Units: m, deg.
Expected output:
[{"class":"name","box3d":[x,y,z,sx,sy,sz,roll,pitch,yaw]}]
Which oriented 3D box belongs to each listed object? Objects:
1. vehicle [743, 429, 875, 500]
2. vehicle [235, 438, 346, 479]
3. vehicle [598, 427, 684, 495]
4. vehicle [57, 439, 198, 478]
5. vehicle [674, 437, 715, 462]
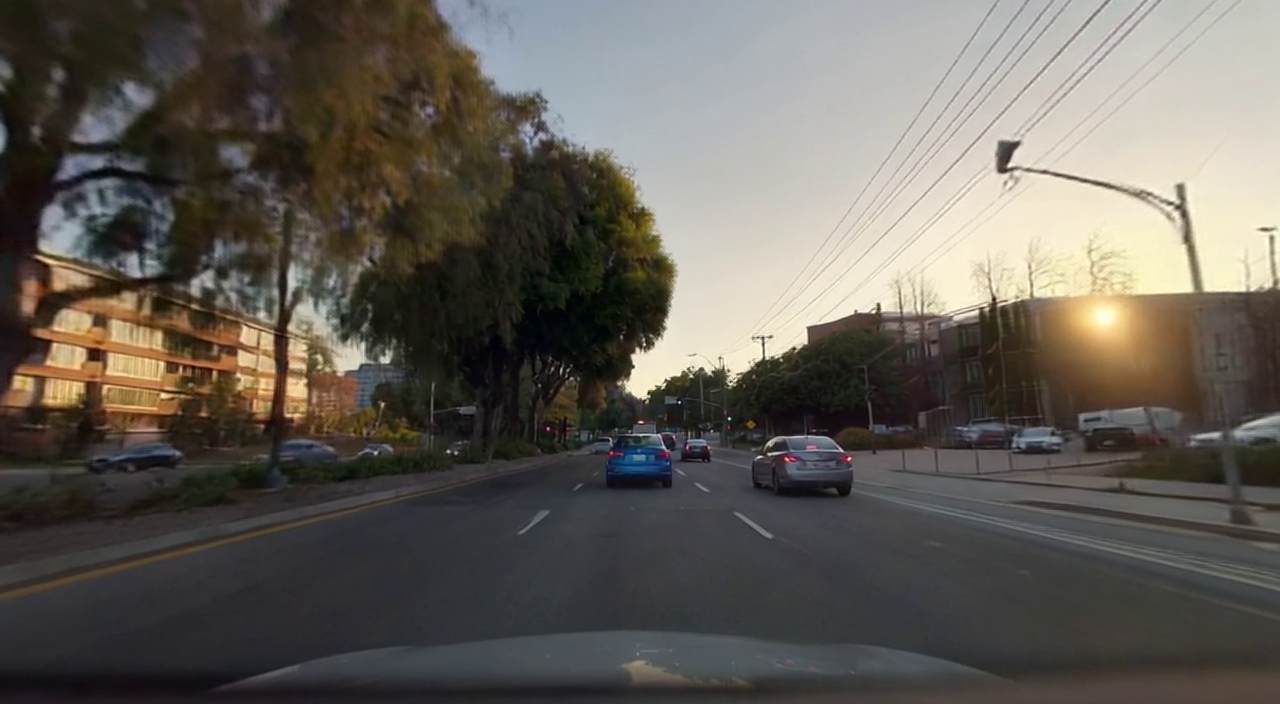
[{"class":"vehicle","box3d":[4.069,2.782,16.075,2.086,1.534,4.351,0,-8,-1]},{"class":"vehicle","box3d":[-13.837,4.210,25.375,2.031,1.490,4.284,0,-8,0]},{"class":"vehicle","box3d":[-0.015,2.900,17.153,2.073,1.606,3.933,0,-8,-1]},{"class":"vehicle","box3d":[-21.610,4.483,26.947,2.026,1.496,4.680,0,-8,1]},{"class":"vehicle","box3d":[3.368,6.157,39.924,2.054,1.461,4.321,0,-8,-2]}]
